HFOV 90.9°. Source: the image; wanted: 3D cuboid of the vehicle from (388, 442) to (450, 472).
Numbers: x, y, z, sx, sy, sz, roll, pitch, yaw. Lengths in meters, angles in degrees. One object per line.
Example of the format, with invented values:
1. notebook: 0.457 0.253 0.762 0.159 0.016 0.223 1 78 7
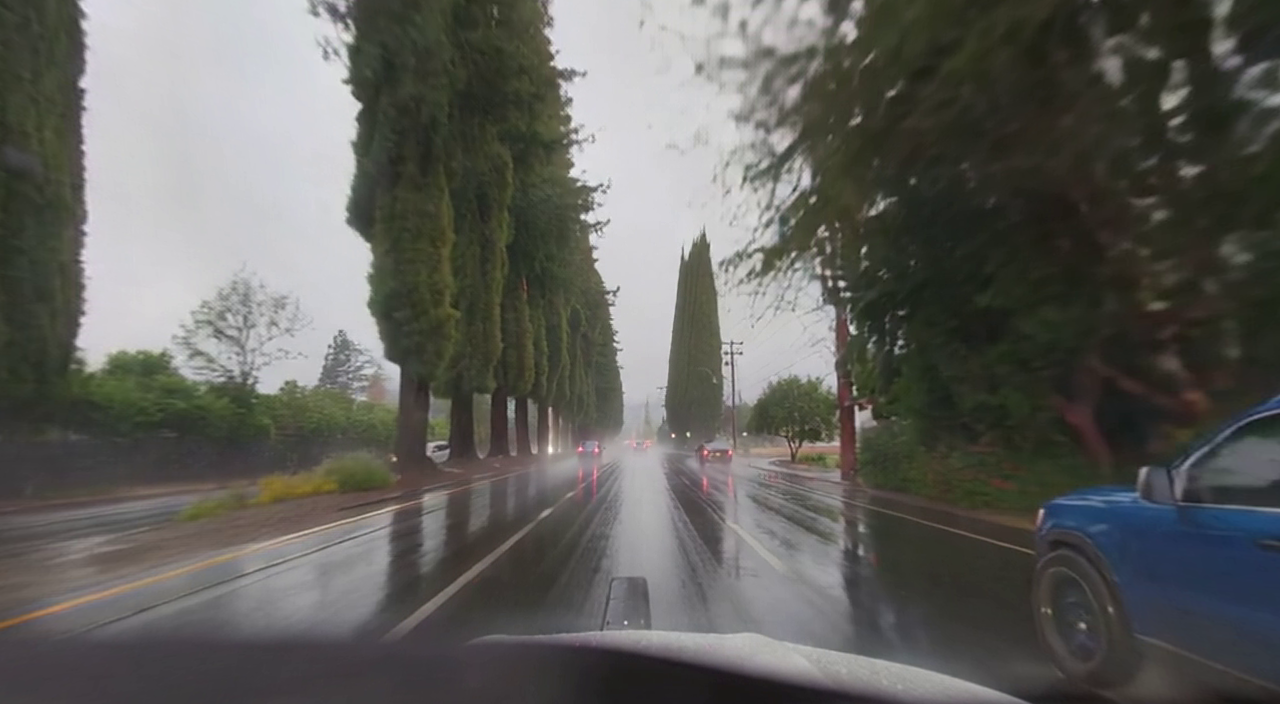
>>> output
1. vehicle: -13.846 6.592 39.835 2.168 1.782 4.746 0 -8 0

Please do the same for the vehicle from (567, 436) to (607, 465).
1. vehicle: -3.263 6.202 39.892 2.066 1.725 4.241 0 -8 1

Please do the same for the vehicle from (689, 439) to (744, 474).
1. vehicle: 3.442 4.768 29.052 1.906 1.468 4.422 0 -8 -1

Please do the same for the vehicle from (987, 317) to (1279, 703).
1. vehicle: 3.370 0.702 1.861 2.182 1.744 4.464 0 -8 1
